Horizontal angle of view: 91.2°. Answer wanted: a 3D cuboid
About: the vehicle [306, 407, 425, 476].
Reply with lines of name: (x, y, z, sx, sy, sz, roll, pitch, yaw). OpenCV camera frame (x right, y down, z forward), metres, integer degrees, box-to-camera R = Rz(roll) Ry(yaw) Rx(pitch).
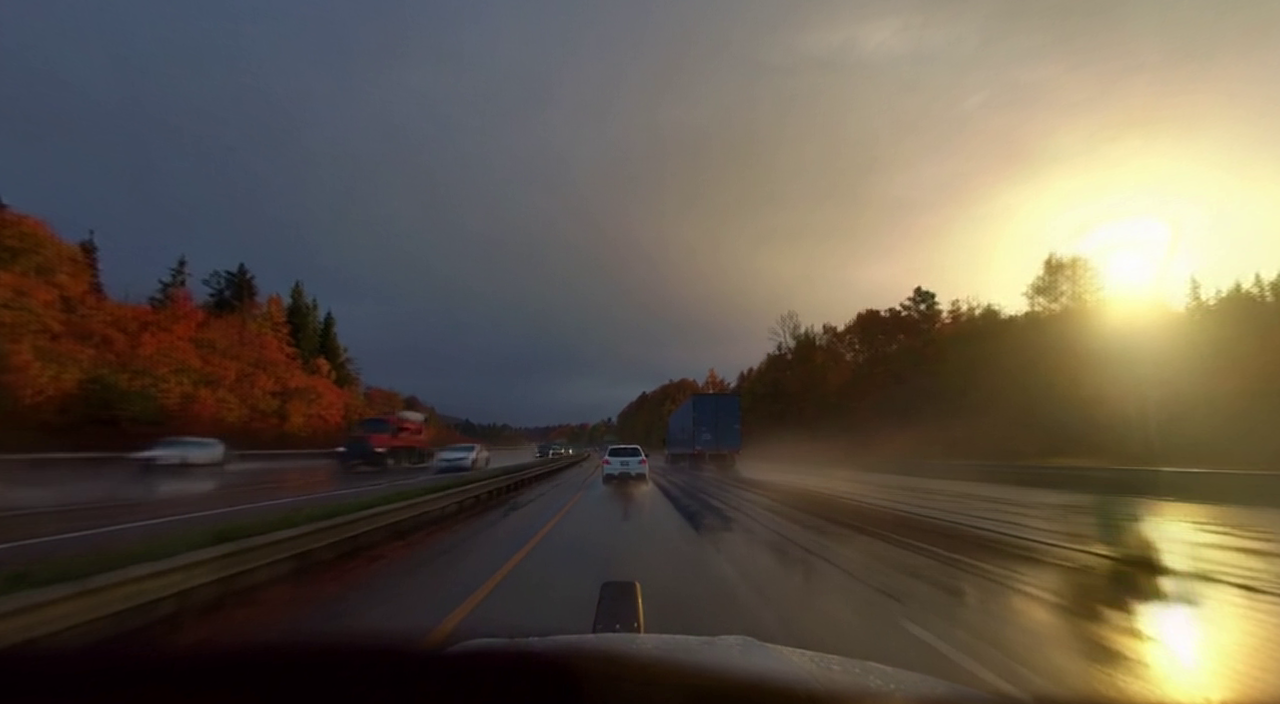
vehicle: (-13.321, 4.494, 31.237, 2.680, 2.986, 7.285, 0, -9, -1)

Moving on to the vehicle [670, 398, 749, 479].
vehicle: (3.811, 5.462, 38.542, 2.900, 4.013, 14.455, 0, -9, -1)

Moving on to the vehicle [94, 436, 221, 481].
vehicle: (-19.238, 4.255, 25.269, 1.917, 1.611, 4.188, 0, -9, -3)

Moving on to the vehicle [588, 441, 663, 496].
vehicle: (-0.458, 3.597, 19.689, 2.099, 1.506, 4.097, 0, -9, -1)

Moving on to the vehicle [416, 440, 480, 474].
vehicle: (-9.453, 5.221, 31.271, 1.878, 1.518, 4.377, 0, -9, -1)
